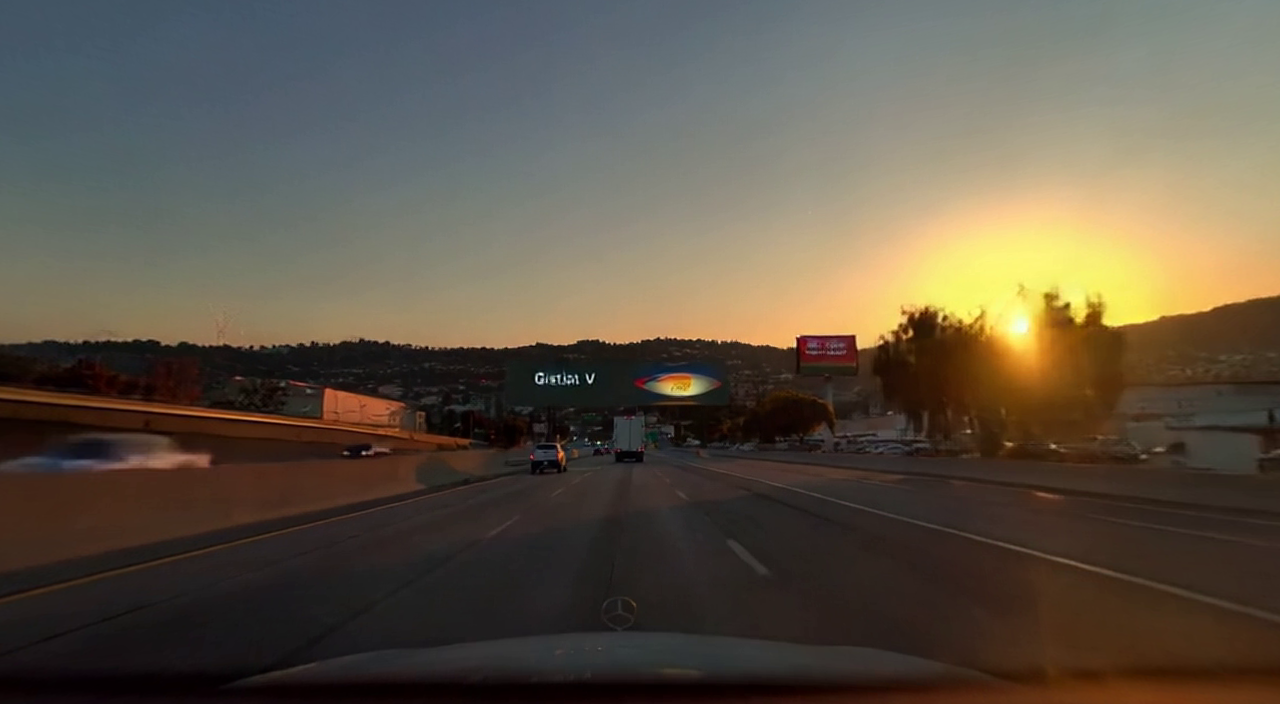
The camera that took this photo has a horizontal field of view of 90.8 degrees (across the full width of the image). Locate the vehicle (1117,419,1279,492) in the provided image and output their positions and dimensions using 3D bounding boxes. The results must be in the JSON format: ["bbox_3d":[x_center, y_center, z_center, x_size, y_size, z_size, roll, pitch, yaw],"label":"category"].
[{"bbox_3d":[29.608,5.061,31.115,3.185,3.246,9.903,2,-9,-11],"label":"vehicle"}]

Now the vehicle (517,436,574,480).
[{"bbox_3d":[-4.471,5.093,30.669,2.095,1.930,4.680,0,-9,0],"label":"vehicle"}]
